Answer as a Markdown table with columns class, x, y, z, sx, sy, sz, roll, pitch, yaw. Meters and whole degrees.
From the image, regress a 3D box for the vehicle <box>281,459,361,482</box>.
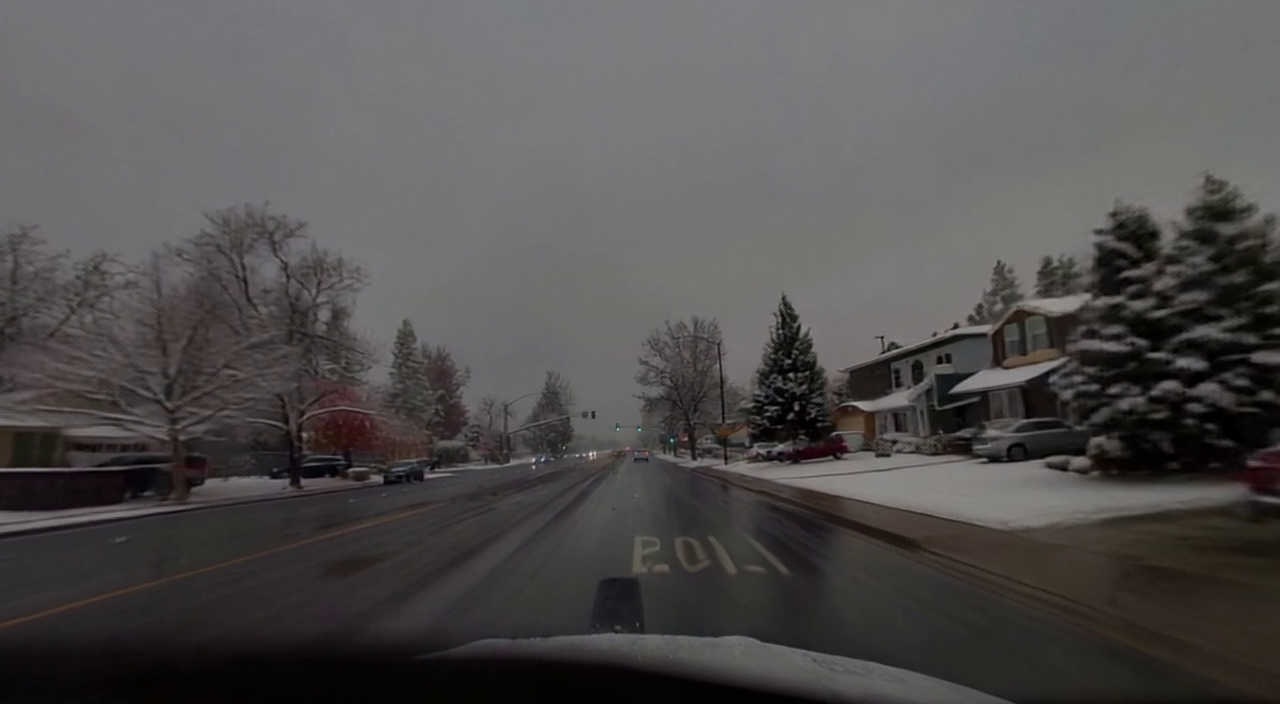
| class | x | y | z | sx | sy | sz | roll | pitch | yaw |
| --- | --- | --- | --- | --- | --- | --- | --- | --- | --- |
| vehicle | -21.173 | 7.843 | 42.049 | 4.284 | 1.431 | 1.811 | 0 | -9 | 0 |

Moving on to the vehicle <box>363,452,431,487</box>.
| class | x | y | z | sx | sy | sz | roll | pitch | yaw |
| --- | --- | --- | --- | --- | --- | --- | --- | --- | --- |
| vehicle | -14.452 | 6.959 | 37.926 | 2.008 | 1.908 | 5.305 | 0 | -9 | -1 |

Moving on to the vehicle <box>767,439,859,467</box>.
| class | x | y | z | sx | sy | sz | roll | pitch | yaw |
| --- | --- | --- | --- | --- | --- | --- | --- | --- | --- |
| vehicle | 9.927 | 5.808 | 36.515 | 4.660 | 1.513 | 2.067 | 0 | -8 | -2 |

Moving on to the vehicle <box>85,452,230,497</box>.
| class | x | y | z | sx | sy | sz | roll | pitch | yaw |
| --- | --- | --- | --- | --- | --- | --- | --- | --- | --- |
| vehicle | -21.206 | 5.387 | 27.920 | 4.756 | 1.869 | 2.042 | -1 | -9 | 3 |
